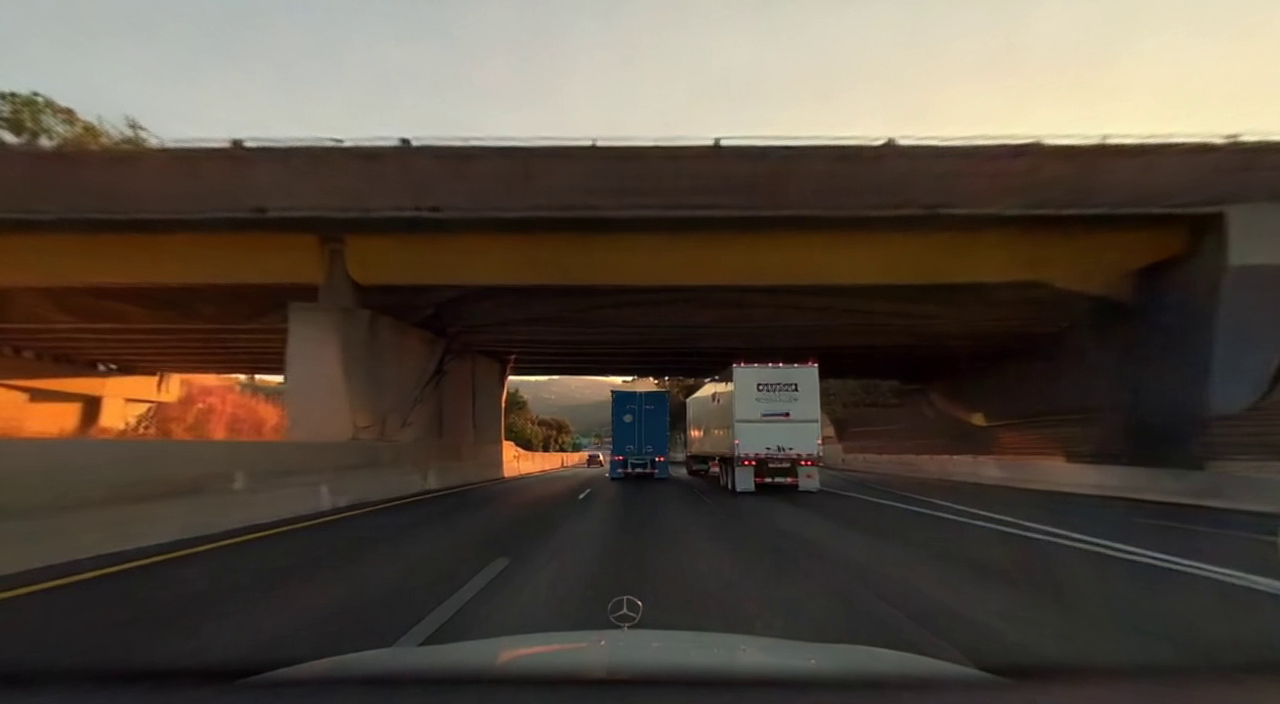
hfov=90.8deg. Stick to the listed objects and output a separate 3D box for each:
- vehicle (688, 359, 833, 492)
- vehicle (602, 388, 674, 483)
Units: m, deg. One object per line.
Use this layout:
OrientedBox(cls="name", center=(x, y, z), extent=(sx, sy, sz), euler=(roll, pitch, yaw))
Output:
OrientedBox(cls="vehicle", center=(4.290, 3.372, 26.877), extent=(3.044, 4.128, 14.482), euler=(0, -9, -1))
OrientedBox(cls="vehicle", center=(-0.049, 4.102, 30.311), extent=(2.864, 3.805, 9.709), euler=(0, -9, 0))
